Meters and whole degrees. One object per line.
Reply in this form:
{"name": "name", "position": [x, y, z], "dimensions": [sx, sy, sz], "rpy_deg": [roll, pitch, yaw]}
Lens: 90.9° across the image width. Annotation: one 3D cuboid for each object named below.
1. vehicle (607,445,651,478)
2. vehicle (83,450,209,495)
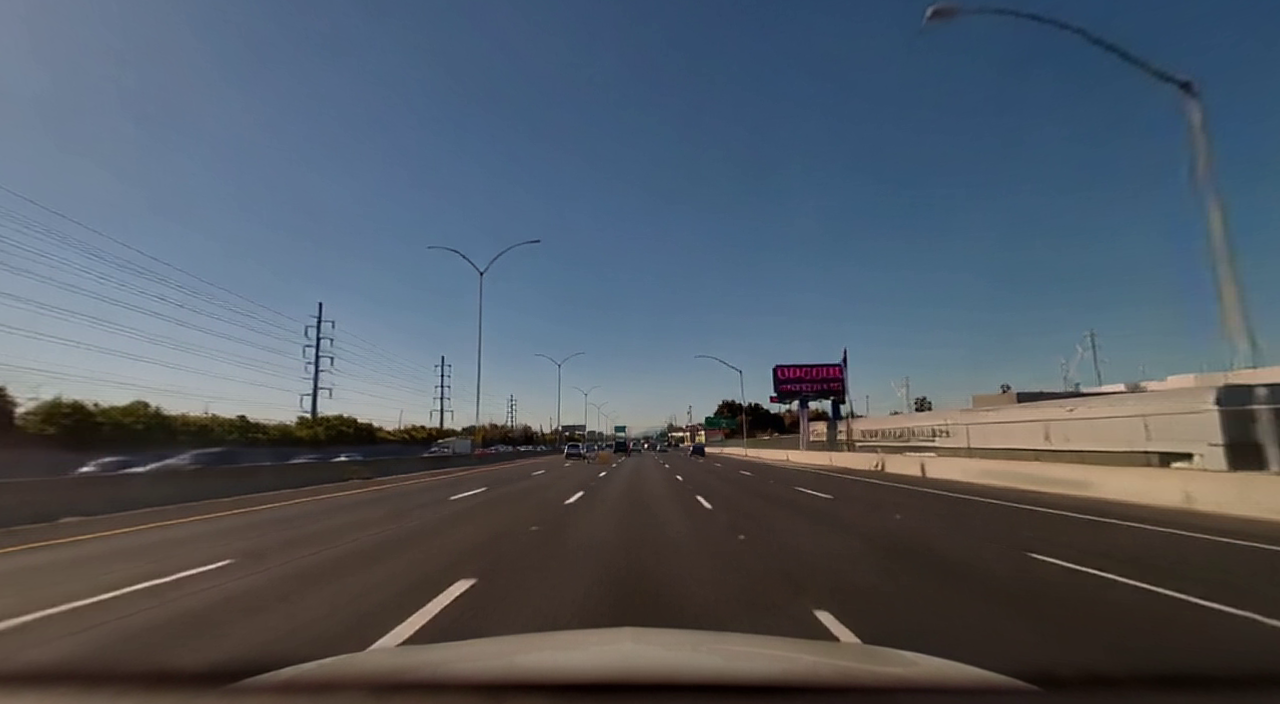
{"name": "vehicle", "position": [-0.442, 5.131, 29.849], "dimensions": [1.891, 1.444, 3.968], "rpy_deg": [0, -9, 2]}
{"name": "vehicle", "position": [-16.466, 4.006, 21.238], "dimensions": [1.512, 1.346, 3.310], "rpy_deg": [0, -9, 1]}
